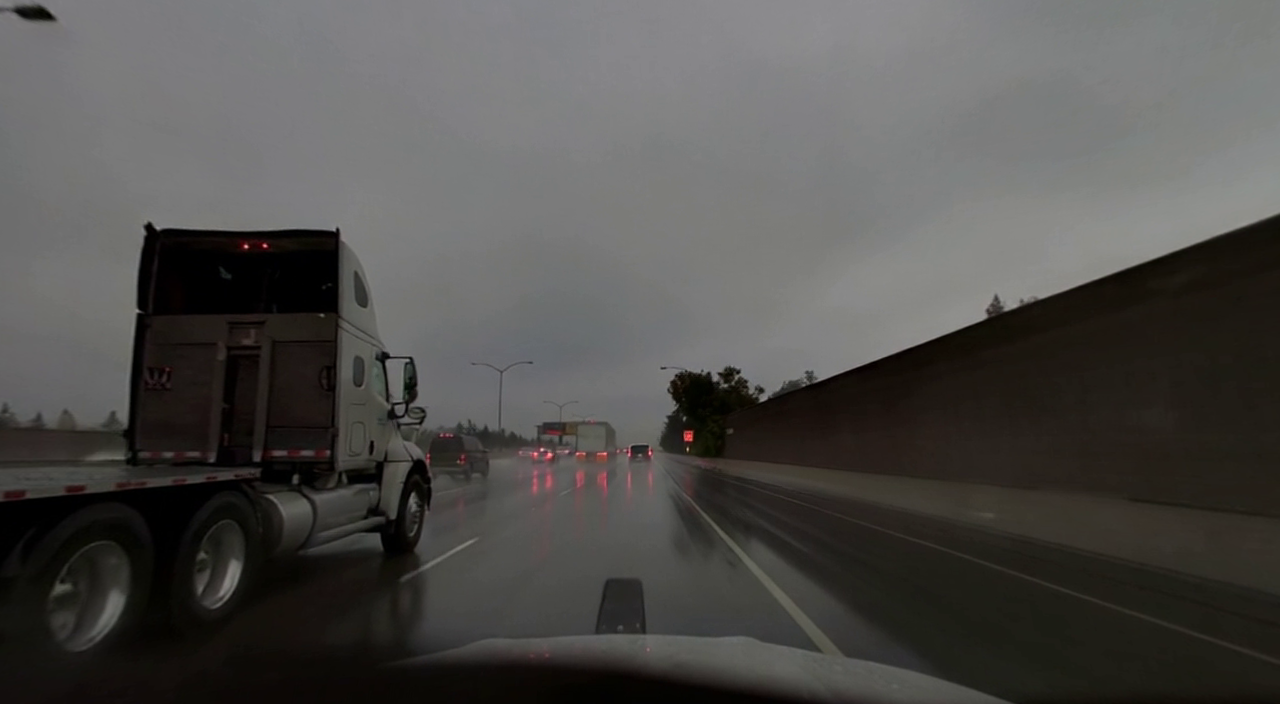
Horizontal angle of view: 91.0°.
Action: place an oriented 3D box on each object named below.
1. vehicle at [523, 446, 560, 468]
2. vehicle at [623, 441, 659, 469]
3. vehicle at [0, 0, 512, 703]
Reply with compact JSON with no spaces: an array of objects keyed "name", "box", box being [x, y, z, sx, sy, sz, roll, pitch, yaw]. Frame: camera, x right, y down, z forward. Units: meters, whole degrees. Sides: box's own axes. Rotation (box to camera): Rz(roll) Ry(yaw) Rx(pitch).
[{"name":"vehicle","box":[-7.039,7.505,45.250,1.962,1.489,4.002,0,-9,1]},{"name":"vehicle","box":[0.055,6.543,40.059,2.178,1.640,4.071,0,-9,0]},{"name":"vehicle","box":[-3.751,0.600,5.878,3.025,3.266,9.256,0,-9,1]}]
